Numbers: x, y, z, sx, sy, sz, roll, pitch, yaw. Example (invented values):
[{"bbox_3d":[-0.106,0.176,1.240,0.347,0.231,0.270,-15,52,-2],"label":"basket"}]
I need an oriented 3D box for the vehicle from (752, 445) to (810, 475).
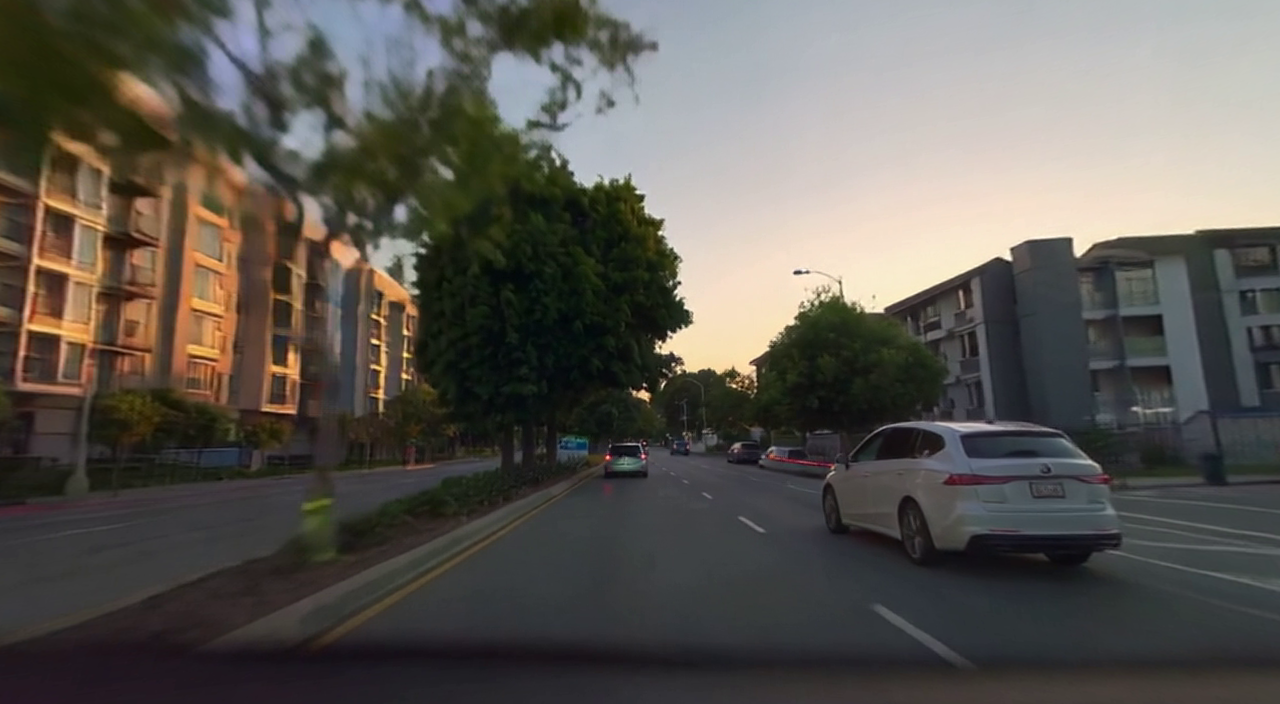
[{"bbox_3d":[7.504,5.778,34.125,1.962,1.484,4.644,0,-9,-2],"label":"vehicle"}]

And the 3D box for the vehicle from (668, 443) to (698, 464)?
[{"bbox_3d":[3.263,7.810,48.713,1.910,1.474,4.003,0,-9,-2],"label":"vehicle"}]

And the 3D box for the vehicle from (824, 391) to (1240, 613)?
[{"bbox_3d":[3.669,1.470,7.022,1.949,1.723,4.020,0,-9,-1],"label":"vehicle"}]

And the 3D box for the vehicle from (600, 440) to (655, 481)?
[{"bbox_3d":[-0.440,4.247,24.911,2.006,1.487,3.535,0,-9,1],"label":"vehicle"}]
